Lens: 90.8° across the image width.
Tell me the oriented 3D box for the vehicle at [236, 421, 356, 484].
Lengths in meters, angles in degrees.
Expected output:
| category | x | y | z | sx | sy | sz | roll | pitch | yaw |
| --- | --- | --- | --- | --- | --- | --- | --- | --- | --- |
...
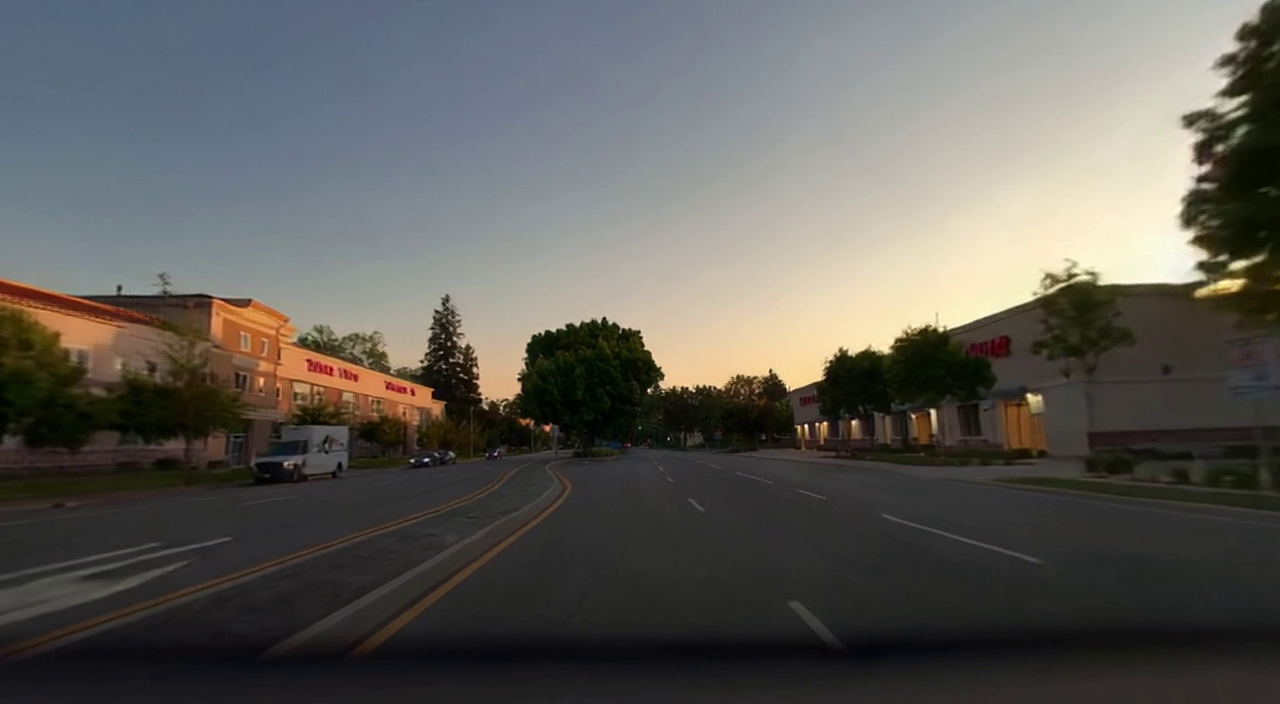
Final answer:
| category | x | y | z | sx | sy | sz | roll | pitch | yaw |
| --- | --- | --- | --- | --- | --- | --- | --- | --- | --- |
| vehicle | -19.388 | 5.697 | 36.168 | 2.834 | 3.225 | 6.752 | -1 | -9 | 2 |
